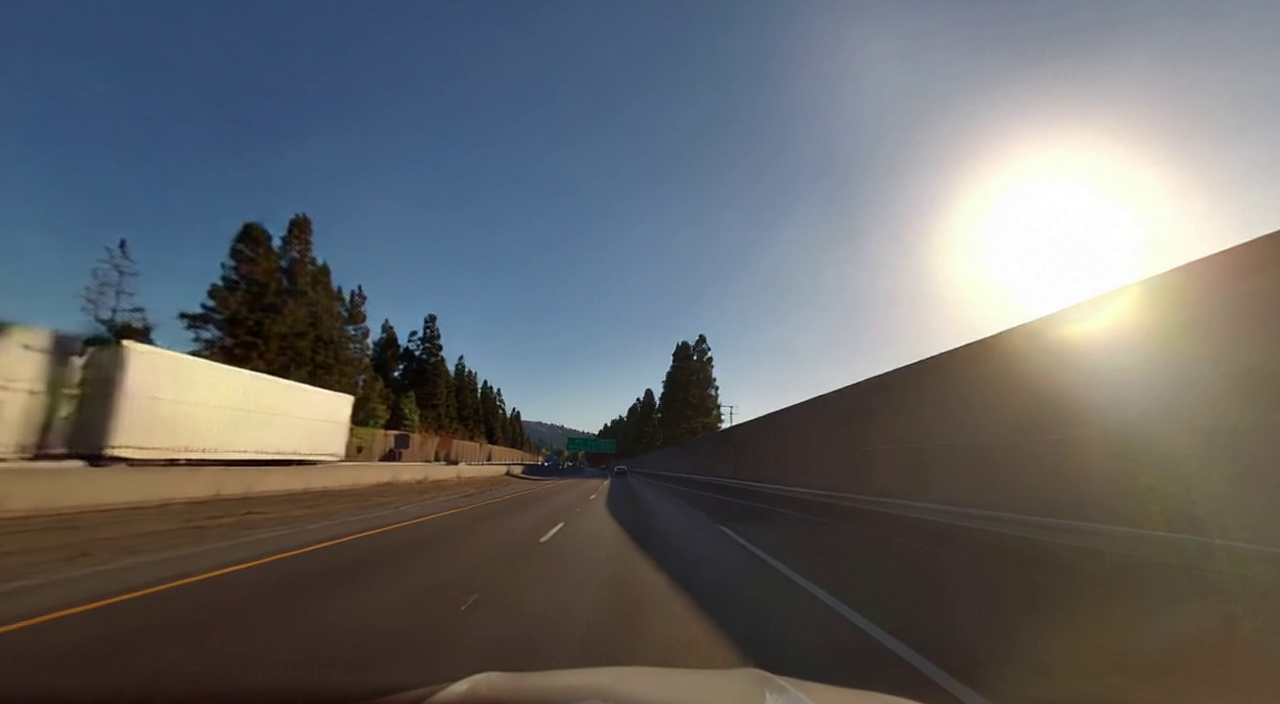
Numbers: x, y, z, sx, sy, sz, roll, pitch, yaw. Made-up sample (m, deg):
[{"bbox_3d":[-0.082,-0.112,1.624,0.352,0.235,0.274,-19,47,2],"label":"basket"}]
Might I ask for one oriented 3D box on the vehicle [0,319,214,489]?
[{"bbox_3d":[-15.119,1.633,17.027,3.006,3.840,5.721,1,-10,-1],"label":"vehicle"}]
